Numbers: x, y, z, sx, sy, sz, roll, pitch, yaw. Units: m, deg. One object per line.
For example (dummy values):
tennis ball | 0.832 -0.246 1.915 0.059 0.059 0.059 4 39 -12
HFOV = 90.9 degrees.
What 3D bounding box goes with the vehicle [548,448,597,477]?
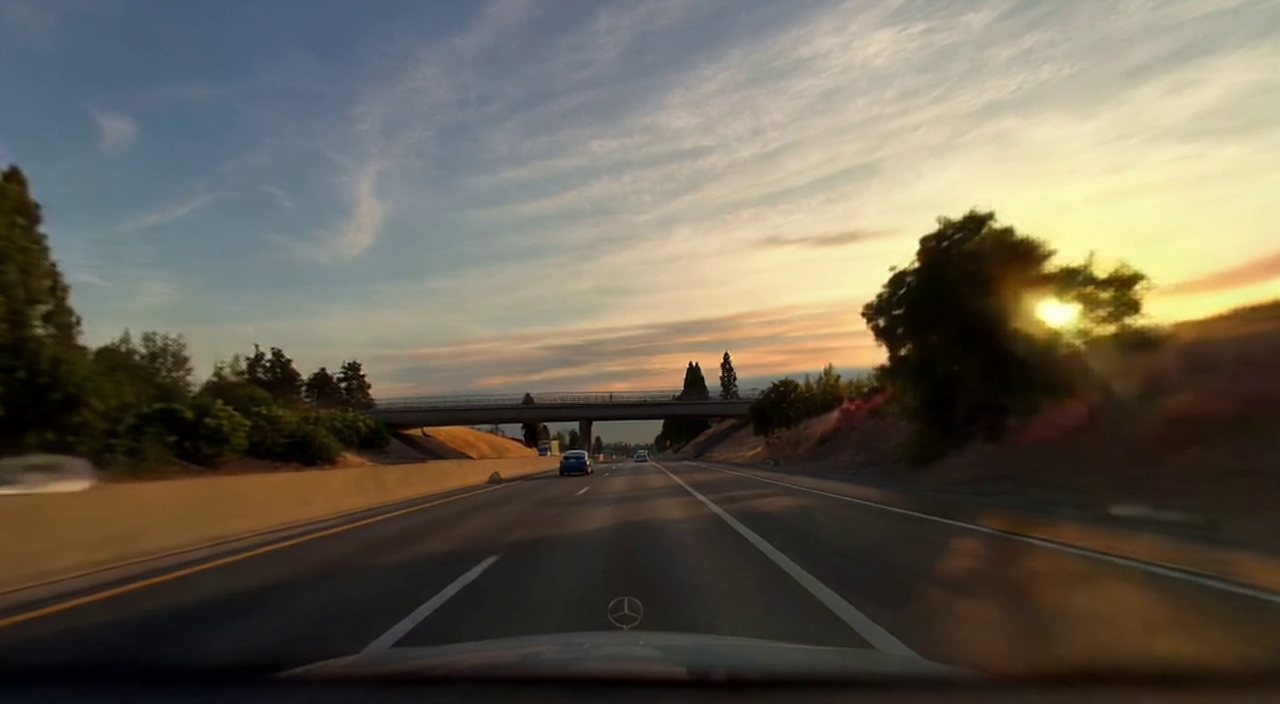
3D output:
vehicle | -3.706 6.161 35.362 2.293 1.462 4.452 0 -9 0
